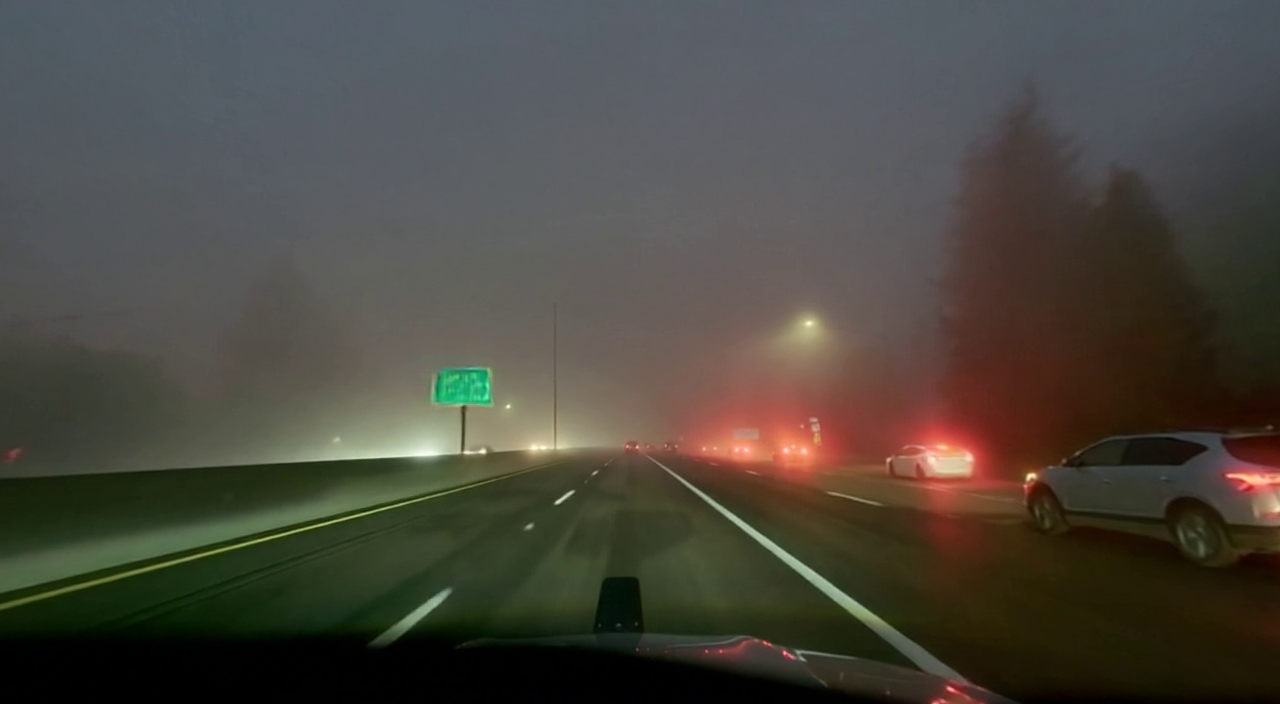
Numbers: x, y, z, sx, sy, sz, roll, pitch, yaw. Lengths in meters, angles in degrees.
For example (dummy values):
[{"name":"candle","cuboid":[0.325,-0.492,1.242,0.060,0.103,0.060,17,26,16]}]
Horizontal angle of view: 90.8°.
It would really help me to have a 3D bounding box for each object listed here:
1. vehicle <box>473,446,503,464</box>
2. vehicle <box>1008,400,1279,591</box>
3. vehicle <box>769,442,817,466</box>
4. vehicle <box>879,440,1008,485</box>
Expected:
[{"name":"vehicle","cuboid":[-11.189,7.557,46.555,1.491,1.186,3.271,1,-7,-2]},{"name":"vehicle","cuboid":[6.676,1.529,7.310,2.027,1.679,4.543,0,-9,-1]},{"name":"vehicle","cuboid":[10.533,7.066,43.970,1.962,1.536,4.945,0,-9,-2]},{"name":"vehicle","cuboid":[11.114,4.071,23.693,2.194,1.489,5.141,0,-9,-1]}]
